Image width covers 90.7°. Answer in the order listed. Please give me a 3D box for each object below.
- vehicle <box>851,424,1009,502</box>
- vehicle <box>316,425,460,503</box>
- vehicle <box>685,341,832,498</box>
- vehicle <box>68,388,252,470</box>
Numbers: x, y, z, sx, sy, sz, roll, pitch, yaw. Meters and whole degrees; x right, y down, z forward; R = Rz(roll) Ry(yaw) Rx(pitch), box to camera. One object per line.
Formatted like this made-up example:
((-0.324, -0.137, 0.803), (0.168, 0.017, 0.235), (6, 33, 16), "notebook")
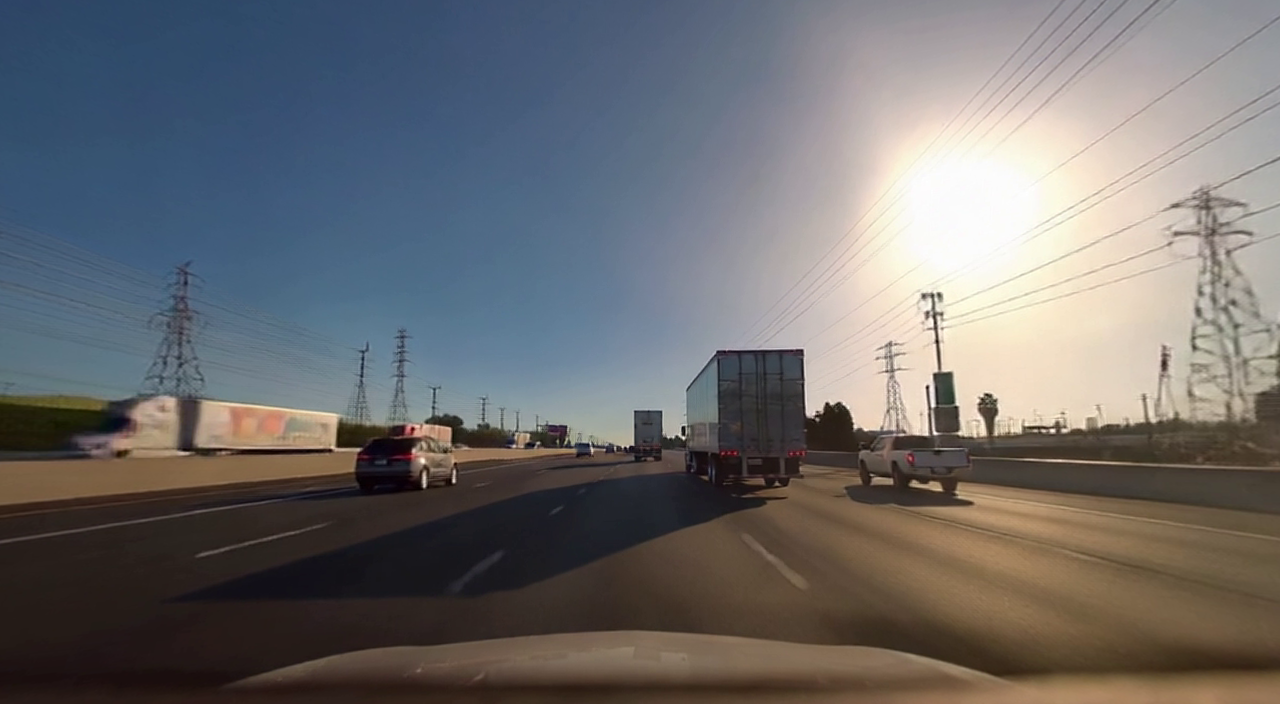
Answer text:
((7.696, 3.001, 17.439), (2.115, 1.844, 4.522), (0, -9, -1), "vehicle")
((-6.696, 3.030, 17.487), (2.004, 1.846, 4.739), (0, -9, 0), "vehicle")
((3.726, 3.009, 25.136), (2.892, 4.152, 16.575), (0, -9, 1), "vehicle")
((-28.162, 4.780, 38.121), (3.005, 4.241, 9.960), (0, -9, 1), "vehicle")
